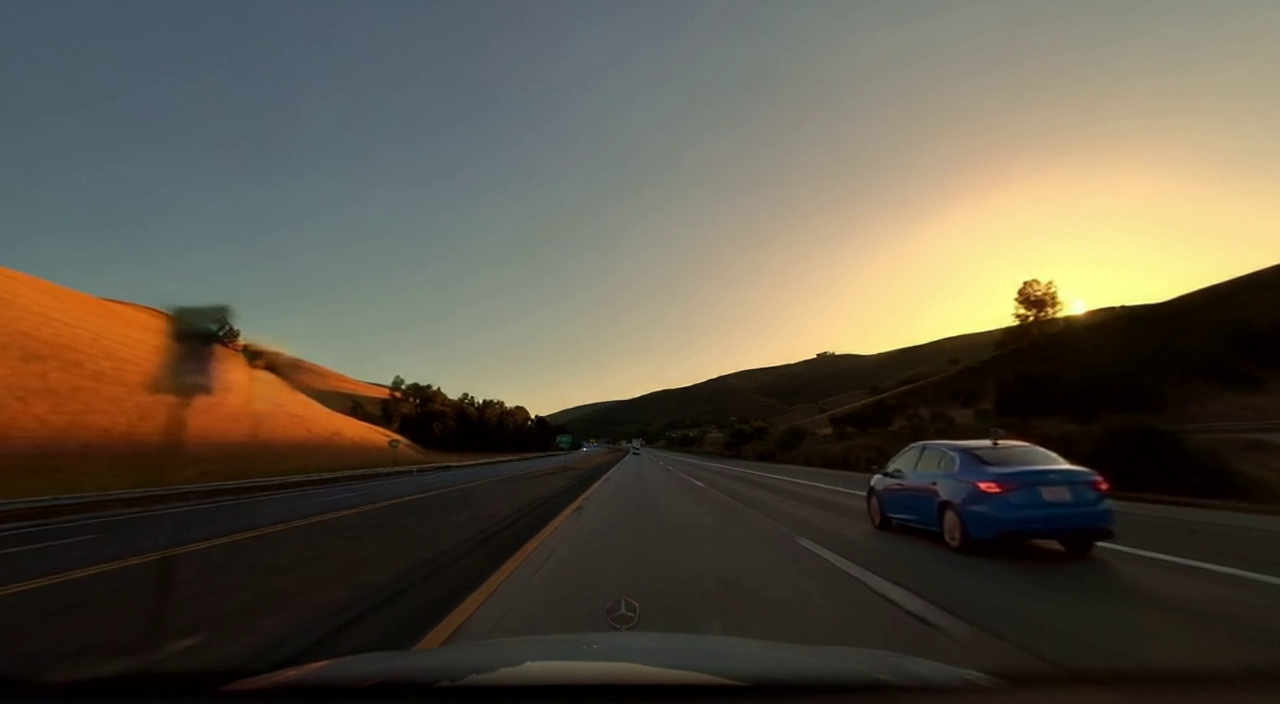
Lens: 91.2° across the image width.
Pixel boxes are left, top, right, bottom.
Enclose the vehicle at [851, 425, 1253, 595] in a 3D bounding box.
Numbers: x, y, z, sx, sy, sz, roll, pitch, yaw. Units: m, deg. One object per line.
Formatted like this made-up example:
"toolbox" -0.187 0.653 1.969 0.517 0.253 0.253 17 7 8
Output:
"vehicle" 4.278 1.690 7.548 1.981 1.440 4.125 0 -9 -1
